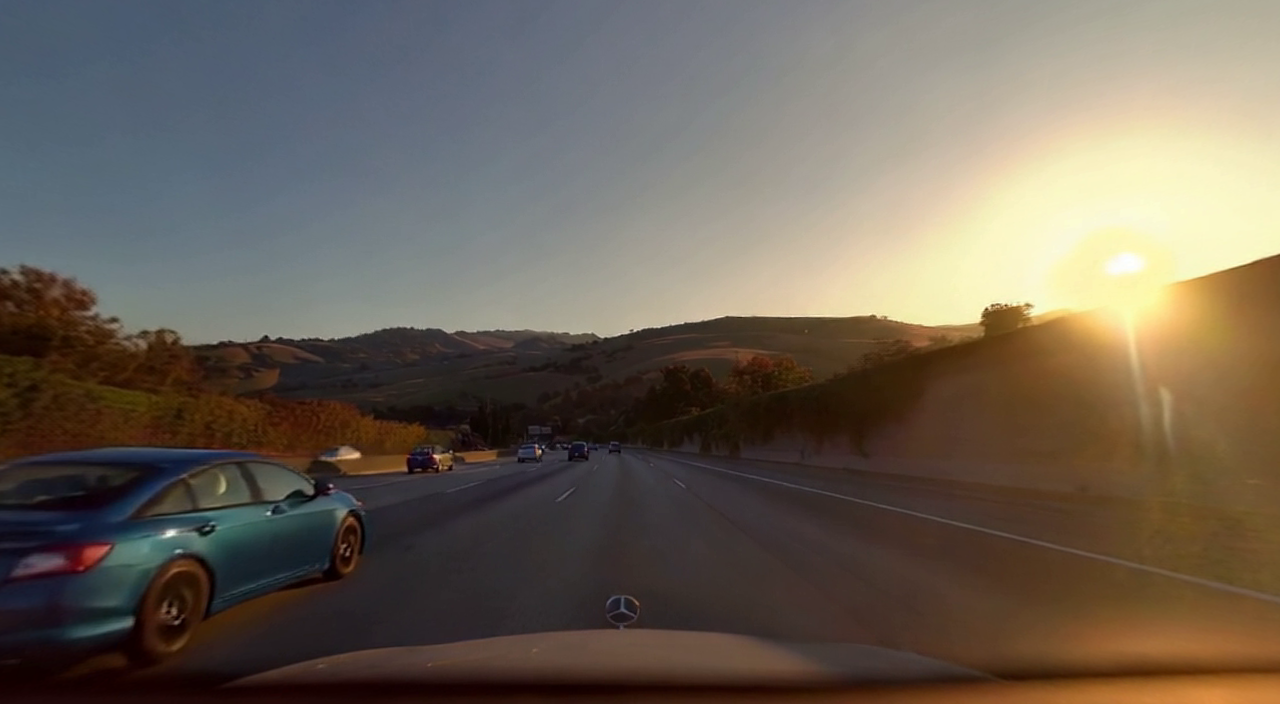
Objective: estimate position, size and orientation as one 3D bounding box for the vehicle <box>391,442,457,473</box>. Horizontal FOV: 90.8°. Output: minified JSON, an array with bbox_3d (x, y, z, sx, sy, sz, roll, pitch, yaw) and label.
[{"bbox_3d":[-11.270,5.528,33.343,1.949,1.475,4.740,0,-9,-1],"label":"vehicle"}]
